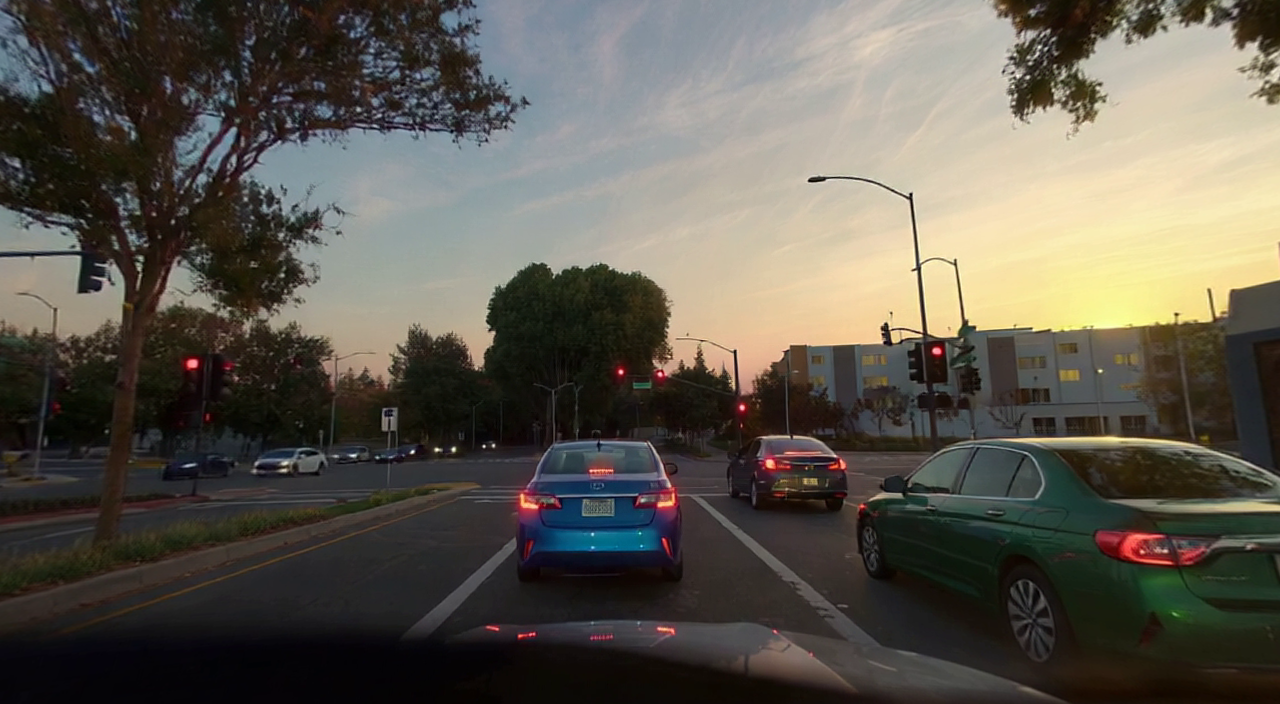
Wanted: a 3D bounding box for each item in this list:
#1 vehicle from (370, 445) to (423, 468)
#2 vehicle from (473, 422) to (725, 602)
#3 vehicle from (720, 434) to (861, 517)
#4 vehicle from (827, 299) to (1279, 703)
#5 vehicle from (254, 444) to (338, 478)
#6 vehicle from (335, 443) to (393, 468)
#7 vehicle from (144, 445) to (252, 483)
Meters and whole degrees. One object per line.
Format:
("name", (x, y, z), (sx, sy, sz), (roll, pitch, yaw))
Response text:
("vehicle", (-18.105, 7.767, 47.190), (2.130, 1.550, 4.618), (0, -8, 0))
("vehicle", (-0.369, 1.653, 7.386), (2.143, 1.520, 3.848), (0, -8, -1))
("vehicle", (3.153, 2.676, 14.308), (2.026, 1.549, 4.559), (0, -8, -1))
("vehicle", (3.578, 1.109, 5.055), (2.572, 1.945, 5.065), (0, -8, 0))
("vehicle", (-17.945, 5.682, 33.190), (1.976, 1.667, 4.274), (0, -8, 0))
("vehicle", (-21.242, 7.981, 48.875), (2.233, 1.782, 4.862), (0, -8, 0))
("vehicle", (-21.681, 5.492, 31.268), (1.935, 1.701, 4.590), (0, -8, 0))
